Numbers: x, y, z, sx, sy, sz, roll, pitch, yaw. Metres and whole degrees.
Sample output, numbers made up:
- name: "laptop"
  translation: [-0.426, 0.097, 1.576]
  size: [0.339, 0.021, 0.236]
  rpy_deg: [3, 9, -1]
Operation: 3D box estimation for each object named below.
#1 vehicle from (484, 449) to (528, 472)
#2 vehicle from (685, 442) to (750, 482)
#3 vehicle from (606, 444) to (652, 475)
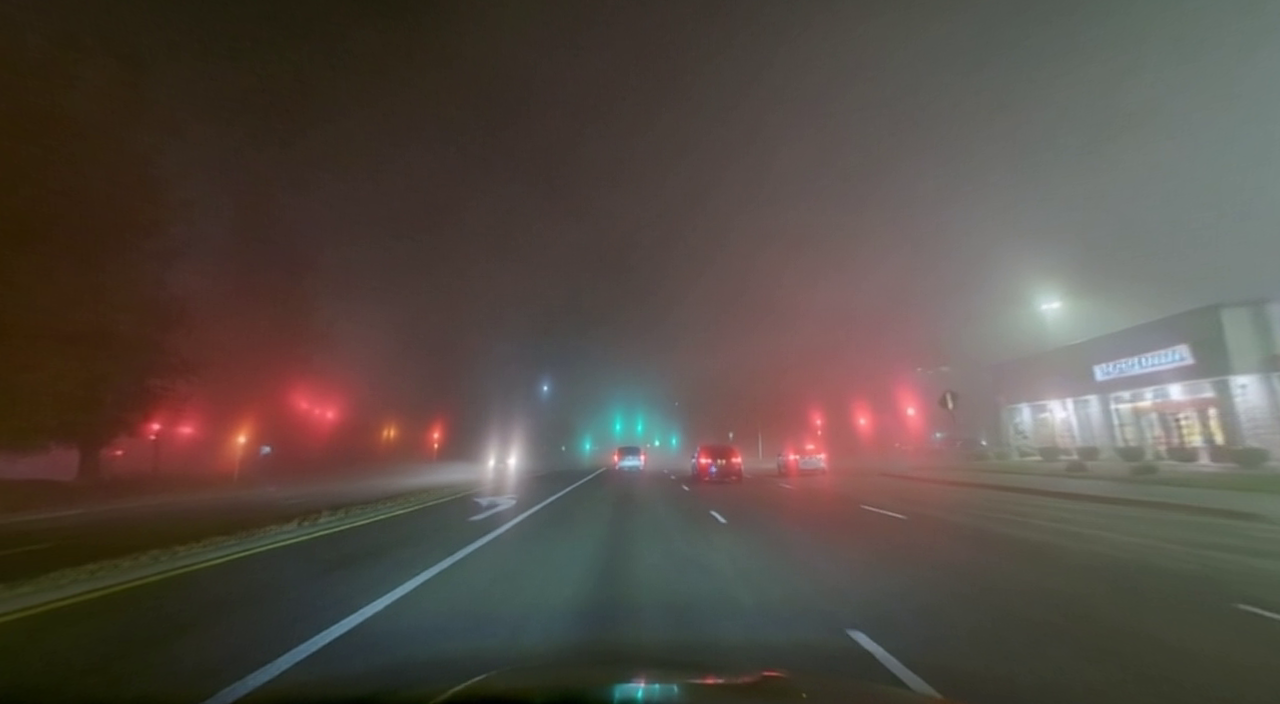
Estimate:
- name: "vehicle"
  translation: [-9.608, 7.798, 45.674]
  size: [2.140, 1.549, 4.590]
  rpy_deg: [0, -8, 1]
- name: "vehicle"
  translation: [3.101, 4.528, 26.294]
  size: [2.057, 1.491, 4.675]
  rpy_deg: [0, -8, -1]
- name: "vehicle"
  translation: [-0.500, 5.516, 32.722]
  size: [2.242, 1.474, 4.127]
  rpy_deg: [0, -8, 0]
